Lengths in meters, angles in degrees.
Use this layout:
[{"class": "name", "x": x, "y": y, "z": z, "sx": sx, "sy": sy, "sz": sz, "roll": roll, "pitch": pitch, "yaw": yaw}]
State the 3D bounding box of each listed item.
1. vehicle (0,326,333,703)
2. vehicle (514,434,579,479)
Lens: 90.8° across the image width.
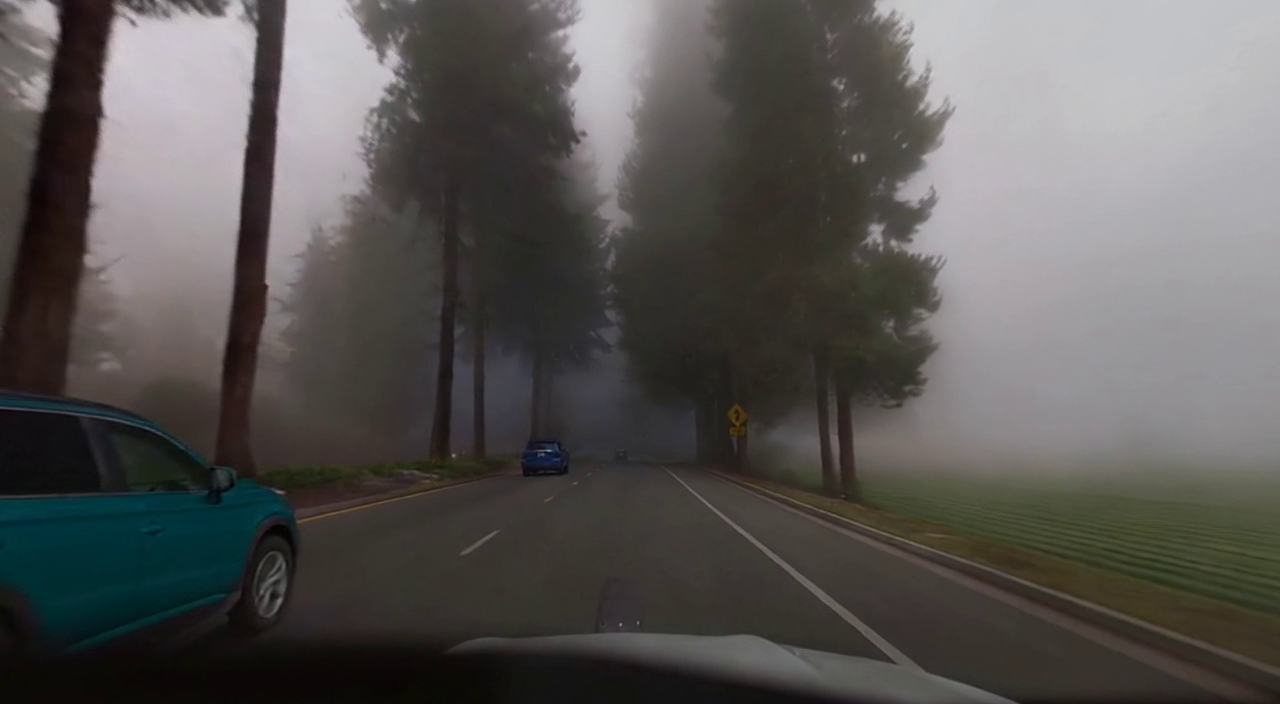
[{"class": "vehicle", "x": -3.527, "y": 0.843, "z": 2.851, "sx": 2.152, "sy": 1.731, "sz": 4.335, "roll": 0, "pitch": -8, "yaw": -1}, {"class": "vehicle", "x": -3.881, "y": 4.422, "z": 26.972, "sx": 2.078, "sy": 1.748, "sz": 4.279, "roll": 0, "pitch": -8, "yaw": 0}]
